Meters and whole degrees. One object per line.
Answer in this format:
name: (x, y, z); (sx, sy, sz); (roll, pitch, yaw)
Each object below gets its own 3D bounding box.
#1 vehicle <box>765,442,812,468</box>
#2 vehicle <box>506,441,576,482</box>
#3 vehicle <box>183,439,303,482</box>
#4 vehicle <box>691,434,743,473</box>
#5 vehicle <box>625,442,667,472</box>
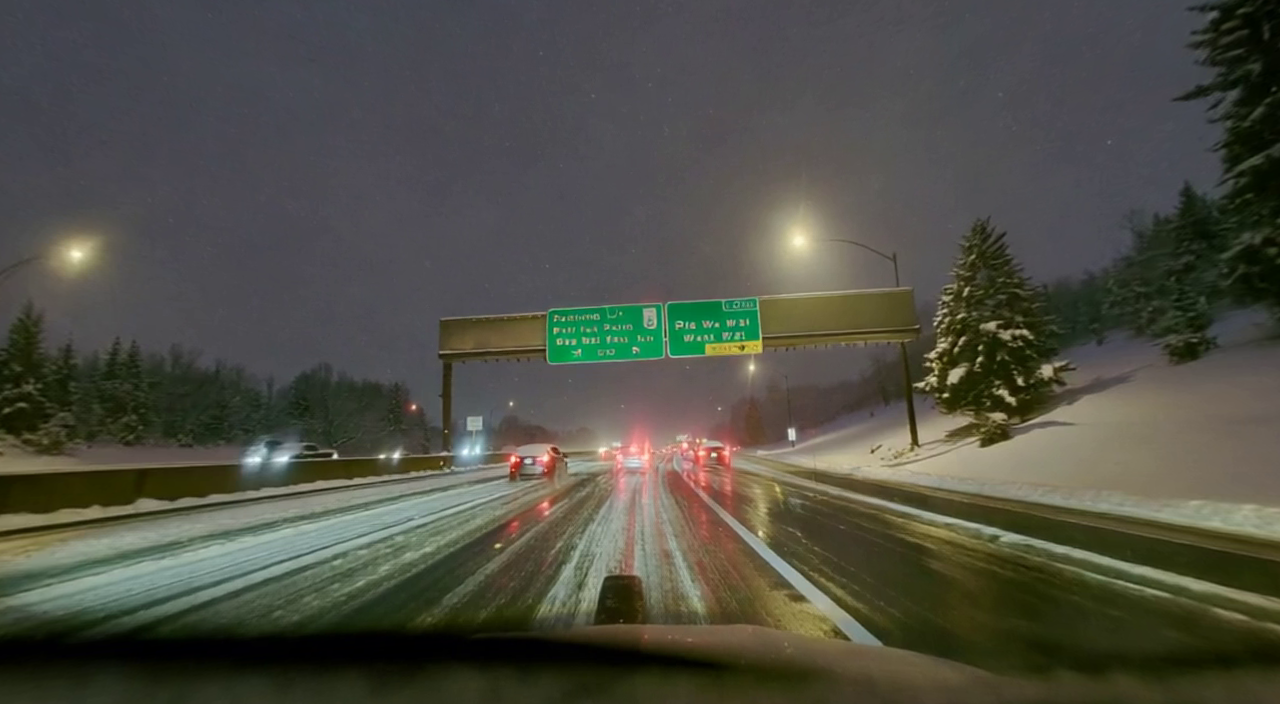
vehicle: (9.035, 6.291, 38.649); (1.971, 1.464, 4.357); (0, -9, 2)
vehicle: (-3.918, 4.430, 25.687); (1.996, 1.488, 4.451); (0, -9, 2)
vehicle: (-16.512, 4.536, 26.534); (1.948, 1.643, 4.612); (0, -9, 2)
vehicle: (3.760, 5.063, 31.505); (2.045, 1.768, 4.249); (0, -9, 0)
vehicle: (0.334, 5.541, 33.326); (2.071, 1.478, 4.130); (0, -9, 1)
